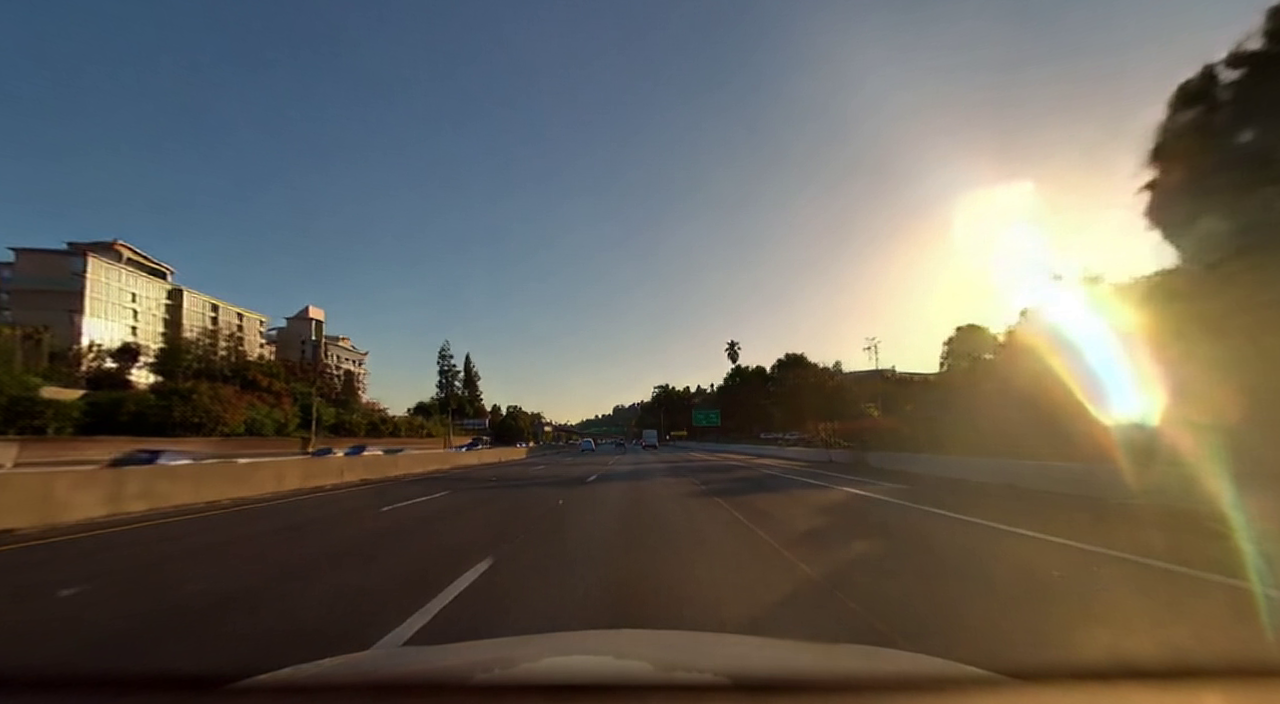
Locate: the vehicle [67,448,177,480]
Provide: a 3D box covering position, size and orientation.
[{"bbox_3d":[-27.344,5.906,33.368,1.849,1.495,4.684,0,-8,0],"label":"vehicle"}]
